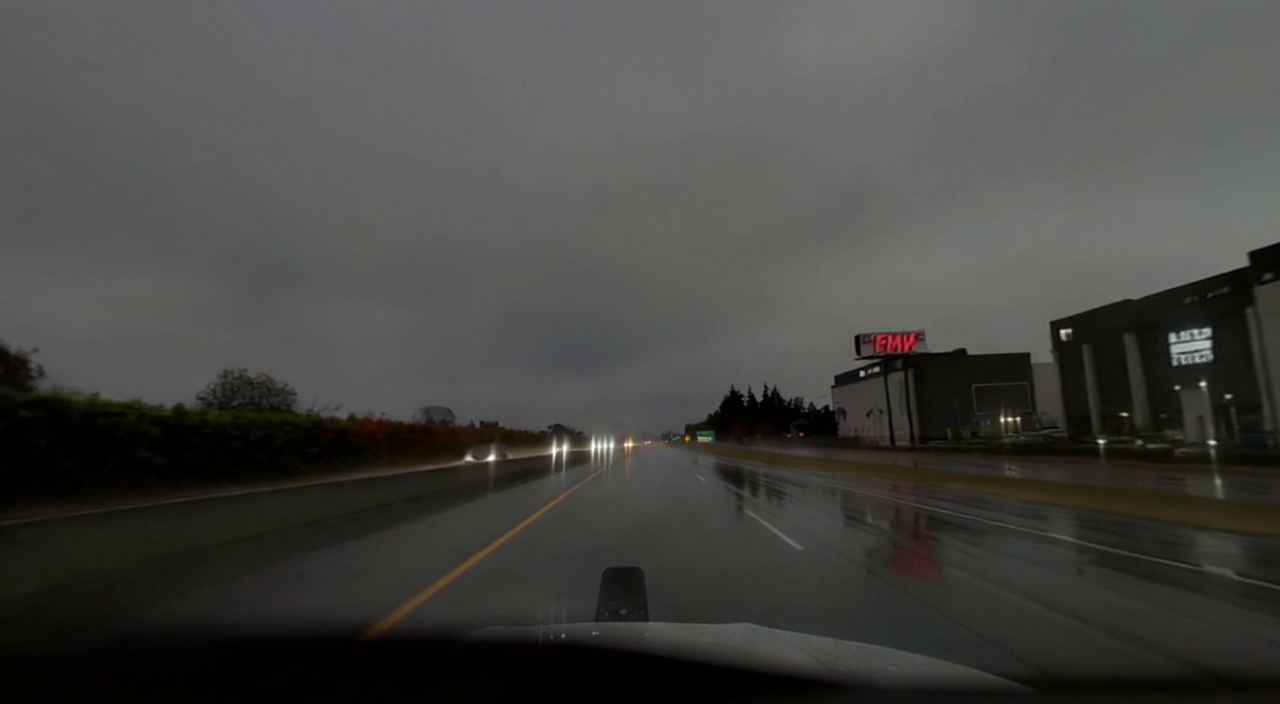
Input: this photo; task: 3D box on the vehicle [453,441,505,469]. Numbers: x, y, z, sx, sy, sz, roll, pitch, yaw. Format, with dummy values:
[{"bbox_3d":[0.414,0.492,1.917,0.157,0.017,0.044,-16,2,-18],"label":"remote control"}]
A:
[{"bbox_3d":[-10.766,6.900,42.500,2.040,1.711,5.175,0,-8,1],"label":"vehicle"}]
